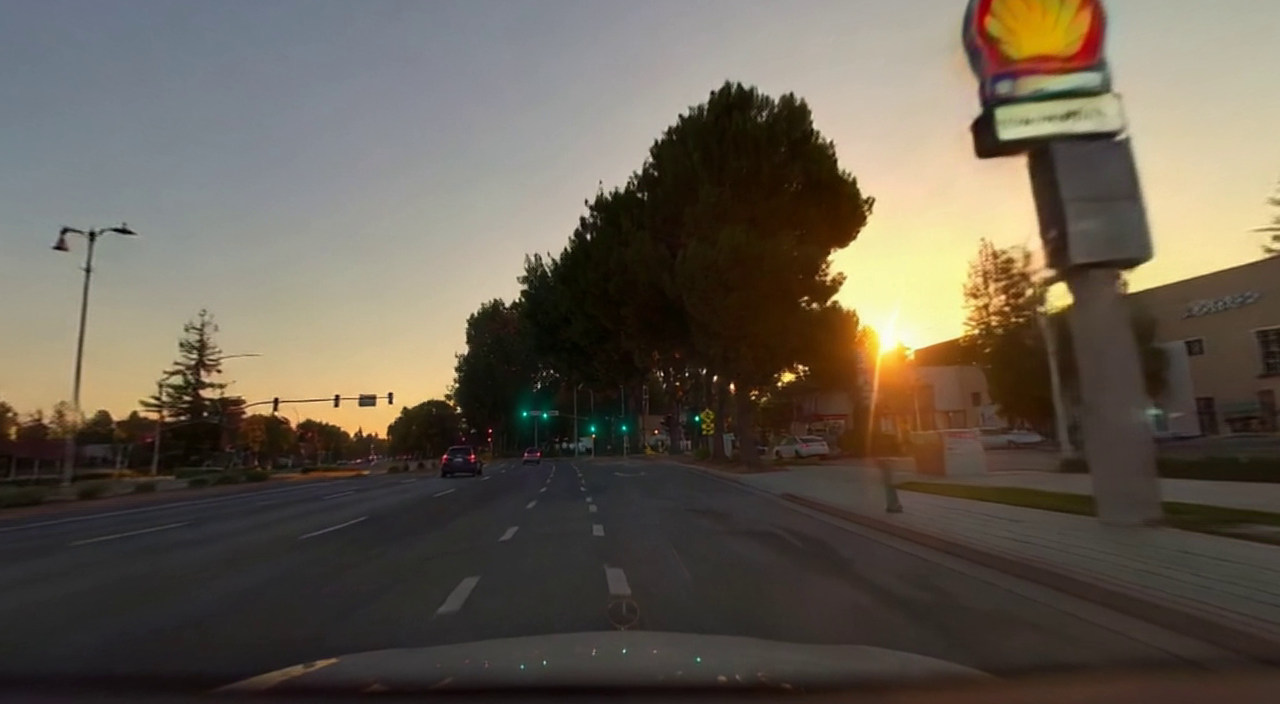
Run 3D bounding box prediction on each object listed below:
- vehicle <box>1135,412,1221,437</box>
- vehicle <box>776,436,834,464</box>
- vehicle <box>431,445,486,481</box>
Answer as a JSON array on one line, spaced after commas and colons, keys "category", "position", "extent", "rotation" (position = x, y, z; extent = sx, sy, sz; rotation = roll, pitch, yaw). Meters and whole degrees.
[{"category": "vehicle", "position": [36.195, 4.953, 42.638], "extent": [1.742, 1.432, 4.338], "rotation": [-1, -9, -4]}, {"category": "vehicle", "position": [9.779, 5.825, 37.870], "extent": [2.076, 1.505, 4.770], "rotation": [-1, -8, -2]}, {"category": "vehicle", "position": [-9.649, 5.904, 33.981], "extent": [1.985, 1.772, 4.479], "rotation": [0, -9, -5]}]
